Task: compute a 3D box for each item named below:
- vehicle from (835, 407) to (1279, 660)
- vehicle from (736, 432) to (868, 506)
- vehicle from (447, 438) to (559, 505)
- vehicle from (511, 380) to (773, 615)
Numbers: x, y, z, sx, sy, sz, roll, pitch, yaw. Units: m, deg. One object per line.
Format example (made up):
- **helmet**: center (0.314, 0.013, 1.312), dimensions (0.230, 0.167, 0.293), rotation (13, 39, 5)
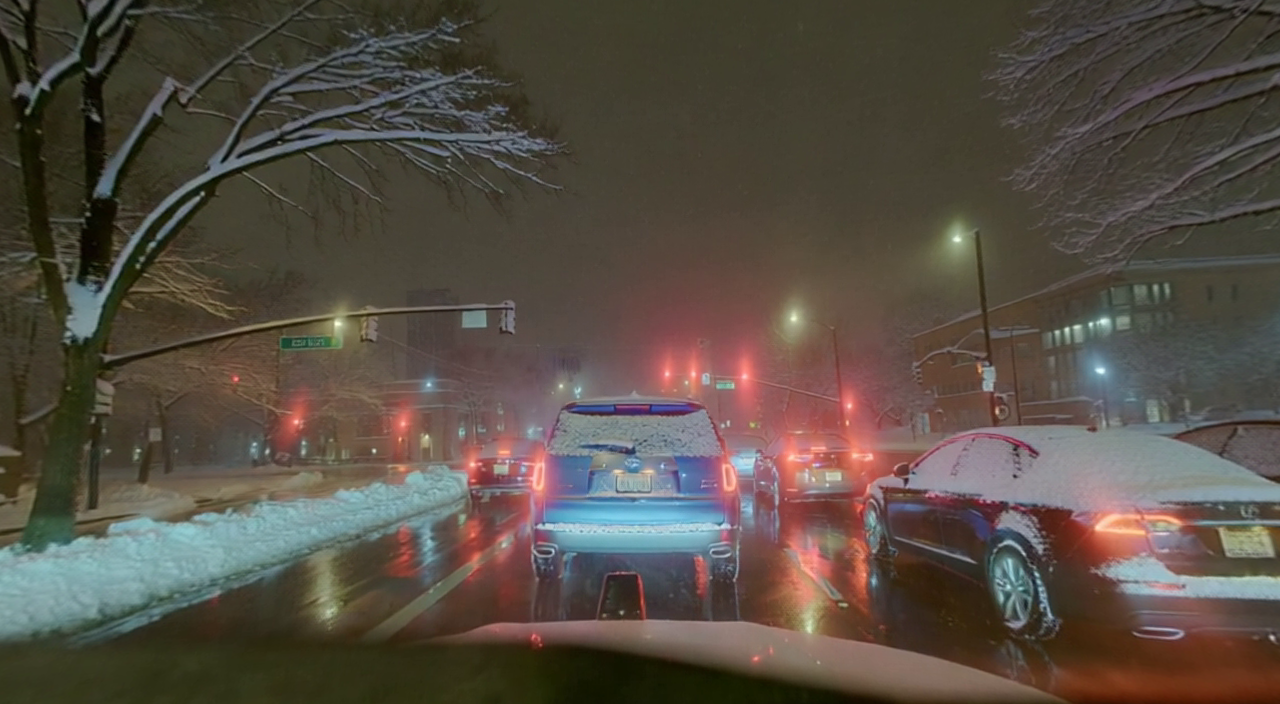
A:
- **vehicle**: center (3.644, 1.409, 6.085), dimensions (1.995, 1.483, 4.533), rotation (0, -8, -1)
- **vehicle**: center (3.636, 2.706, 15.058), dimensions (1.940, 1.474, 4.234), rotation (0, -8, -1)
- **vehicle**: center (-3.316, 2.979, 16.210), dimensions (1.913, 1.464, 4.276), rotation (0, -8, 0)
- **vehicle**: center (-0.039, 1.463, 7.273), dimensions (2.038, 1.819, 4.505), rotation (0, -8, -1)
